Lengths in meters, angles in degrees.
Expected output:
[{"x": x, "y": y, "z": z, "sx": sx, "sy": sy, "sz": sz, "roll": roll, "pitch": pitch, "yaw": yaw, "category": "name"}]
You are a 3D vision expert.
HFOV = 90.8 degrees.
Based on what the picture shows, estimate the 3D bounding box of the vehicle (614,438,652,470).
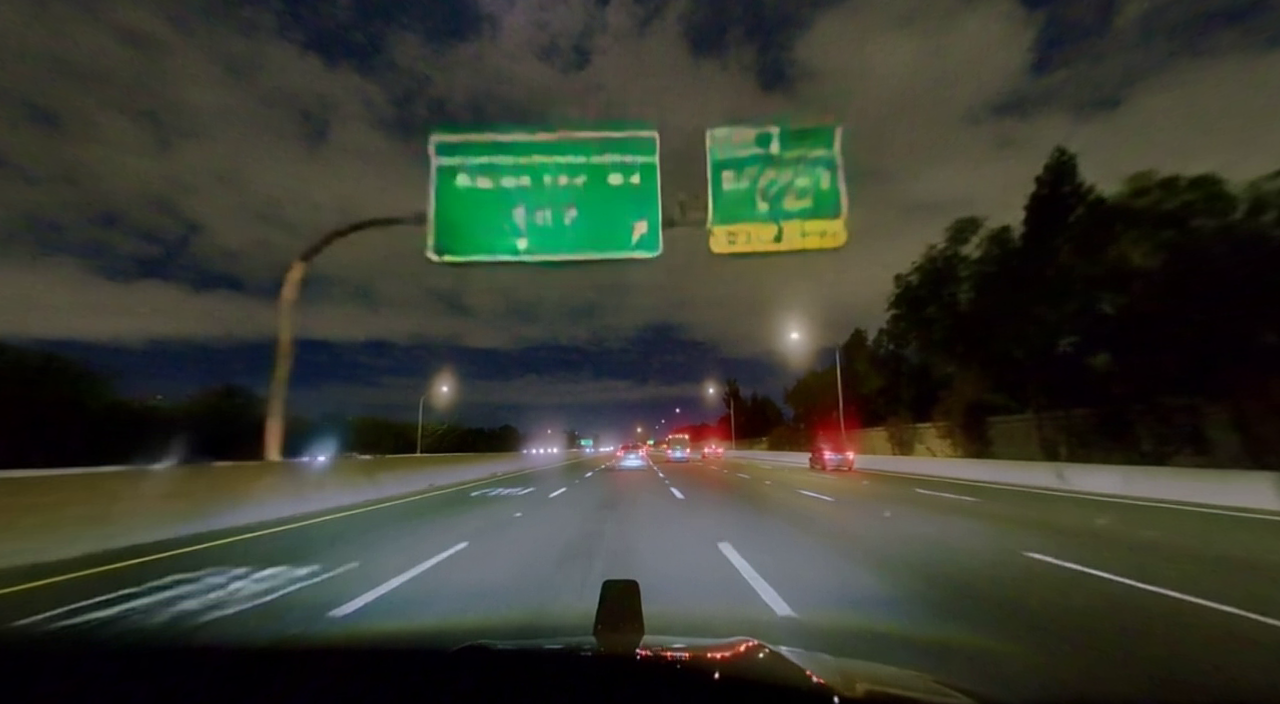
[{"x": -0.464, "y": 5.989, "z": 37.119, "sx": 2.121, "sy": 1.739, "sz": 4.087, "roll": 0, "pitch": -8, "yaw": -2, "category": "vehicle"}]

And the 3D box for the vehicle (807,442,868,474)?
[{"x": 11.117, "y": 5.959, "z": 35.872, "sx": 1.912, "sy": 1.673, "sz": 4.438, "roll": 0, "pitch": -8, "yaw": -1, "category": "vehicle"}]

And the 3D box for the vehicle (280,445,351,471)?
[{"x": -21.673, "y": 7.068, "z": 42.463, "sx": 2.039, "sy": 1.585, "sz": 5.259, "roll": 0, "pitch": -9, "yaw": 0, "category": "vehicle"}]
